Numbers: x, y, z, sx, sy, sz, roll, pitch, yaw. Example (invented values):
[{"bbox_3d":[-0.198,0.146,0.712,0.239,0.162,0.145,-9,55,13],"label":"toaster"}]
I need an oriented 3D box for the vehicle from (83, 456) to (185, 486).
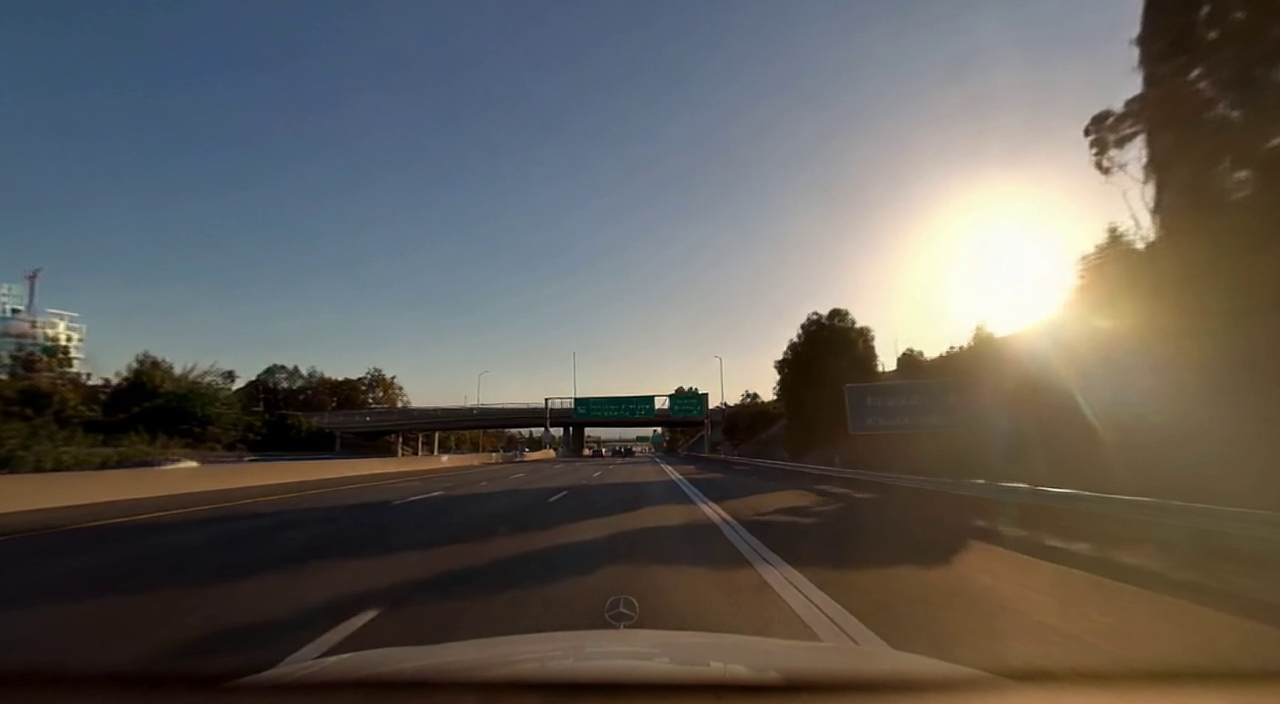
[{"bbox_3d":[-29.897,7.015,37.442,1.993,1.565,4.728,-1,-9,2],"label":"vehicle"}]
